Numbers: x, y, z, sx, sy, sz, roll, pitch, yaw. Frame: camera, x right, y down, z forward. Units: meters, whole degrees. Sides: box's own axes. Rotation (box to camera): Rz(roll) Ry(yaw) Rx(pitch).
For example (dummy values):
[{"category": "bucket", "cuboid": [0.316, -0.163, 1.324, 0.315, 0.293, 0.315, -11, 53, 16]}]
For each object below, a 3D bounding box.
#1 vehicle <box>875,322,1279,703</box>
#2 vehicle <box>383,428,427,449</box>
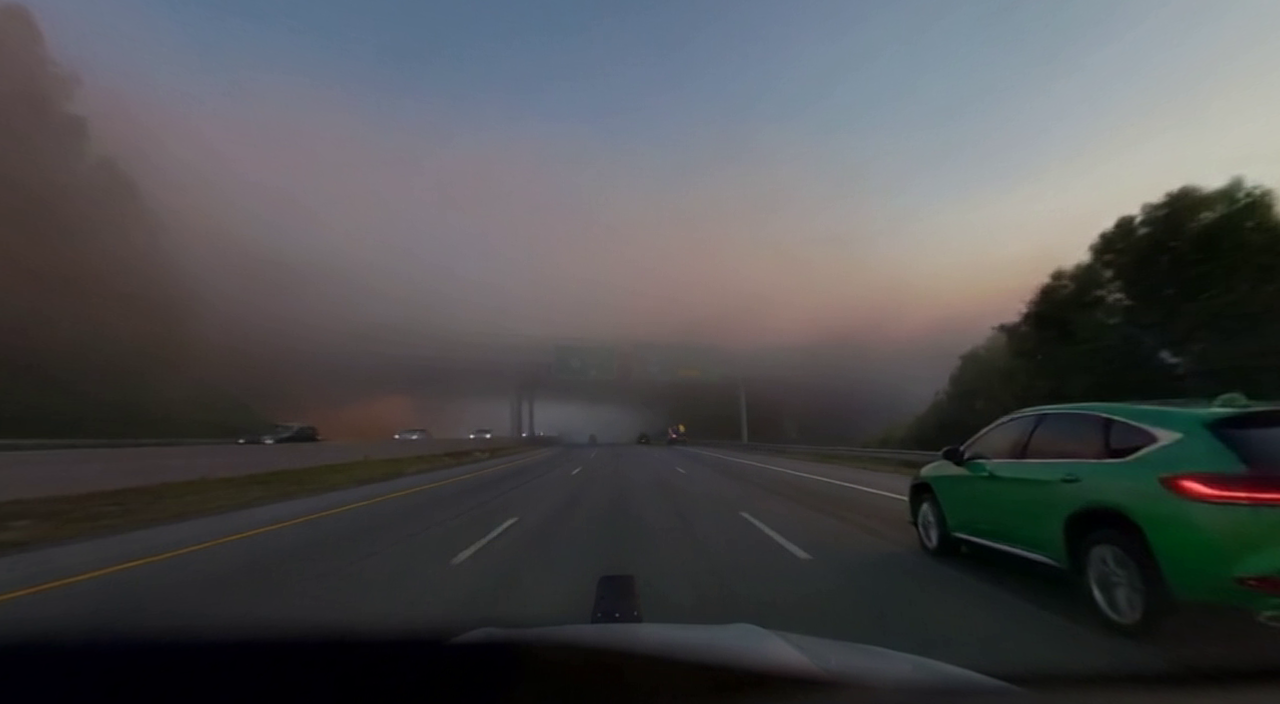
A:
[{"category": "vehicle", "cuboid": [3.505, 0.961, 4.235, 2.107, 1.642, 4.331, 0, -8, -1]}, {"category": "vehicle", "cuboid": [-16.969, 6.258, 45.600, 1.750, 1.471, 3.894, 0, -8, -2]}]
